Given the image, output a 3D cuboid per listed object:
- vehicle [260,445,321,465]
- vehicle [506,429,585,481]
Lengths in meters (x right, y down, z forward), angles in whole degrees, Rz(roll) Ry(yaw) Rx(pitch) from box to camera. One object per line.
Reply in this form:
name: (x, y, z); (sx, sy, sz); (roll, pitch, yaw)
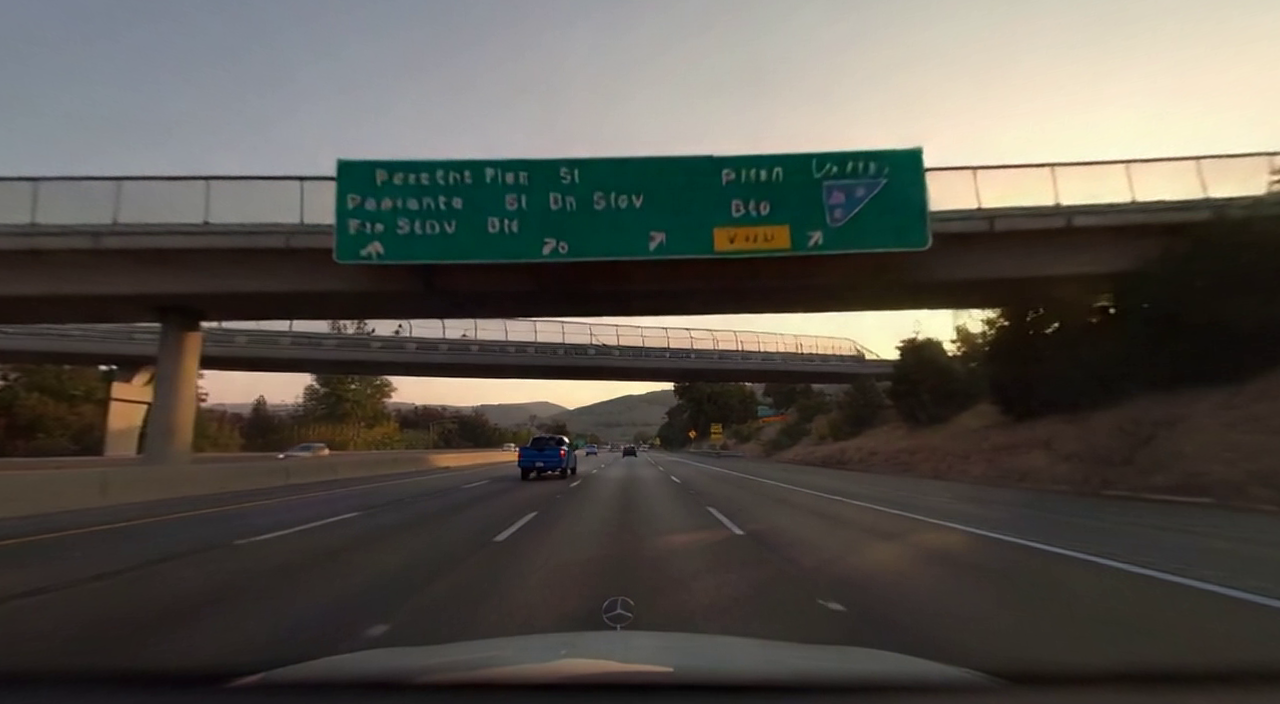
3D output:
vehicle: (-25.851, 7.607, 46.907); (1.892, 1.436, 4.559); (0, -8, 0)
vehicle: (-3.983, 4.487, 27.850); (2.529, 2.003, 5.904); (0, -8, 0)
